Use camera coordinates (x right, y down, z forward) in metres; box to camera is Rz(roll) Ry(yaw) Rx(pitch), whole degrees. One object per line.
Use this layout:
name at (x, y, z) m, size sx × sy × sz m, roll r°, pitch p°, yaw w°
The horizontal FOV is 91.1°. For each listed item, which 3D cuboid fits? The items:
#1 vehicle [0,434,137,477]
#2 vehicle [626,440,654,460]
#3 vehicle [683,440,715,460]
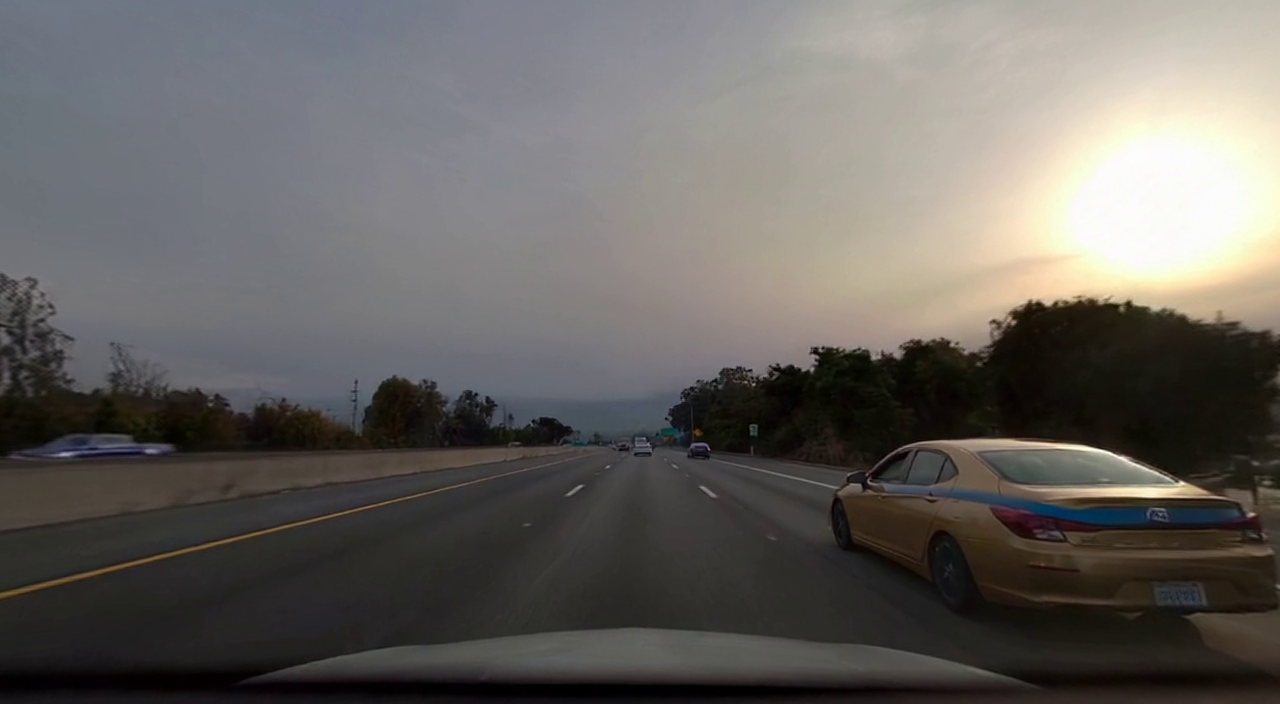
vehicle at (-28.983, 5.173, 31.718) m, size 2.262 × 1.957 × 5.830 m, roll 0°, pitch -8°, yaw 0°
vehicle at (-0.022, 7.519, 48.103) m, size 2.052 × 1.449 × 3.857 m, roll 0°, pitch -8°, yaw 0°
vehicle at (4.615, 7.775, 49.921) m, size 2.008 × 1.524 × 4.598 m, roll 0°, pitch -8°, yaw -1°
